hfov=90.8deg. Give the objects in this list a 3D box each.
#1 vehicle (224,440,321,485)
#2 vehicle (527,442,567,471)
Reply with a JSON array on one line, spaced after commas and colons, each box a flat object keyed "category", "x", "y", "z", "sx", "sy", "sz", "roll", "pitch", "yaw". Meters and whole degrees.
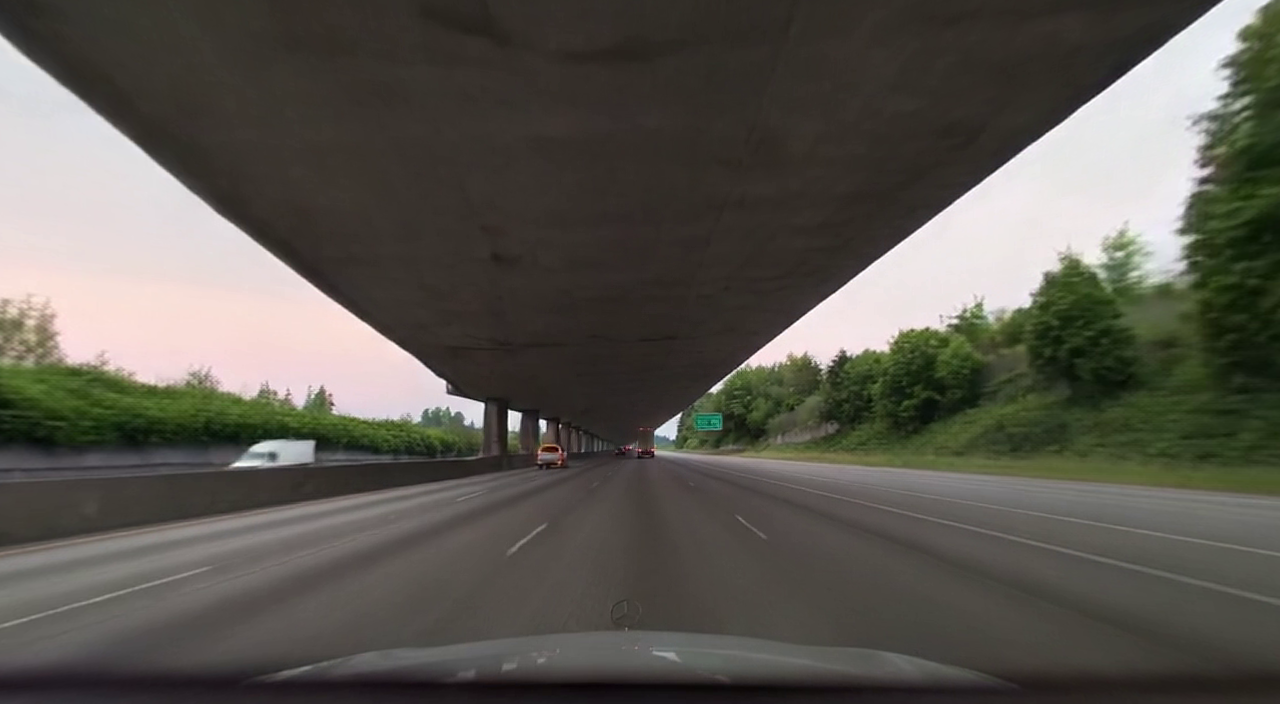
[{"category": "vehicle", "x": -22.566, "y": 6.788, "z": 39.113, "sx": 2.360, "sy": 2.500, "sz": 5.895, "roll": 0, "pitch": -9, "yaw": 0}, {"category": "vehicle", "x": -6.756, "y": 7.674, "z": 46.438, "sx": 2.195, "sy": 1.940, "sz": 5.154, "roll": 0, "pitch": -9, "yaw": 0}]
